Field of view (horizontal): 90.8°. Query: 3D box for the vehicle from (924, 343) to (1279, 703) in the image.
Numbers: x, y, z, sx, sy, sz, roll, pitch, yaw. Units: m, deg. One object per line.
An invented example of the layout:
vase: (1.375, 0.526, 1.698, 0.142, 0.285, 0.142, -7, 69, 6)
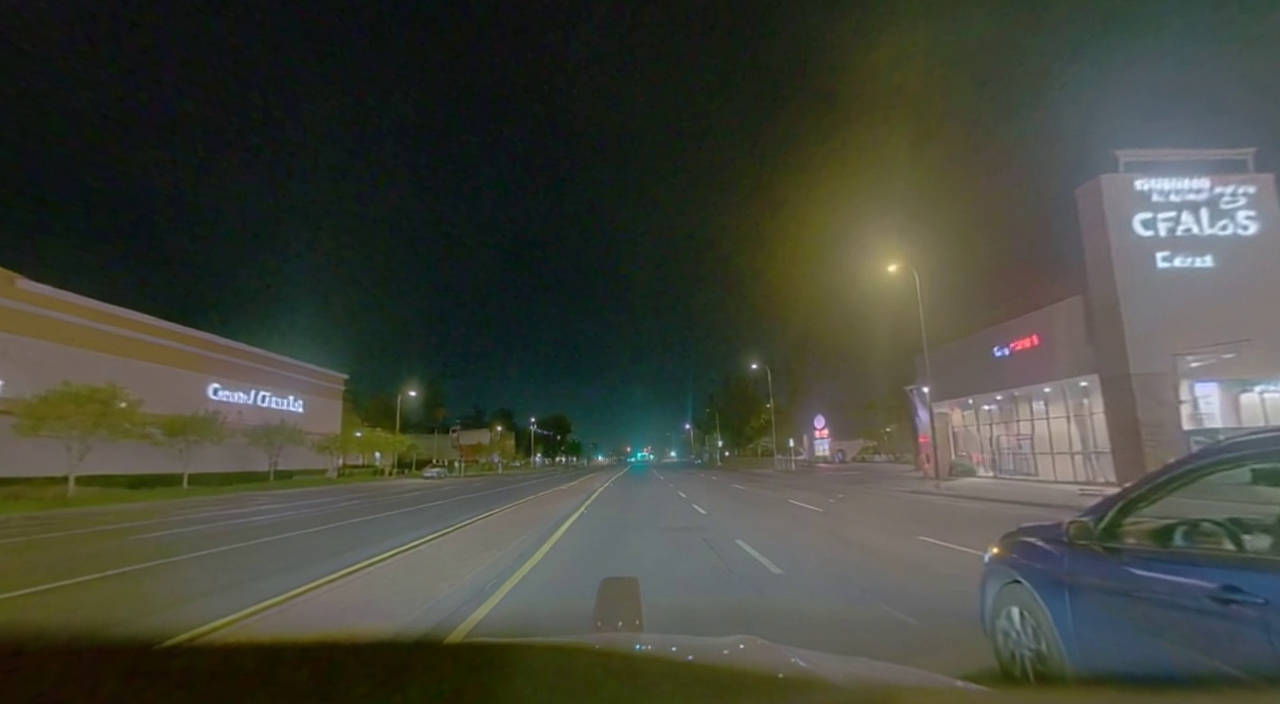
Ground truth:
vehicle: (2.956, 0.761, 1.664, 2.015, 1.641, 4.995, 0, -9, -1)
